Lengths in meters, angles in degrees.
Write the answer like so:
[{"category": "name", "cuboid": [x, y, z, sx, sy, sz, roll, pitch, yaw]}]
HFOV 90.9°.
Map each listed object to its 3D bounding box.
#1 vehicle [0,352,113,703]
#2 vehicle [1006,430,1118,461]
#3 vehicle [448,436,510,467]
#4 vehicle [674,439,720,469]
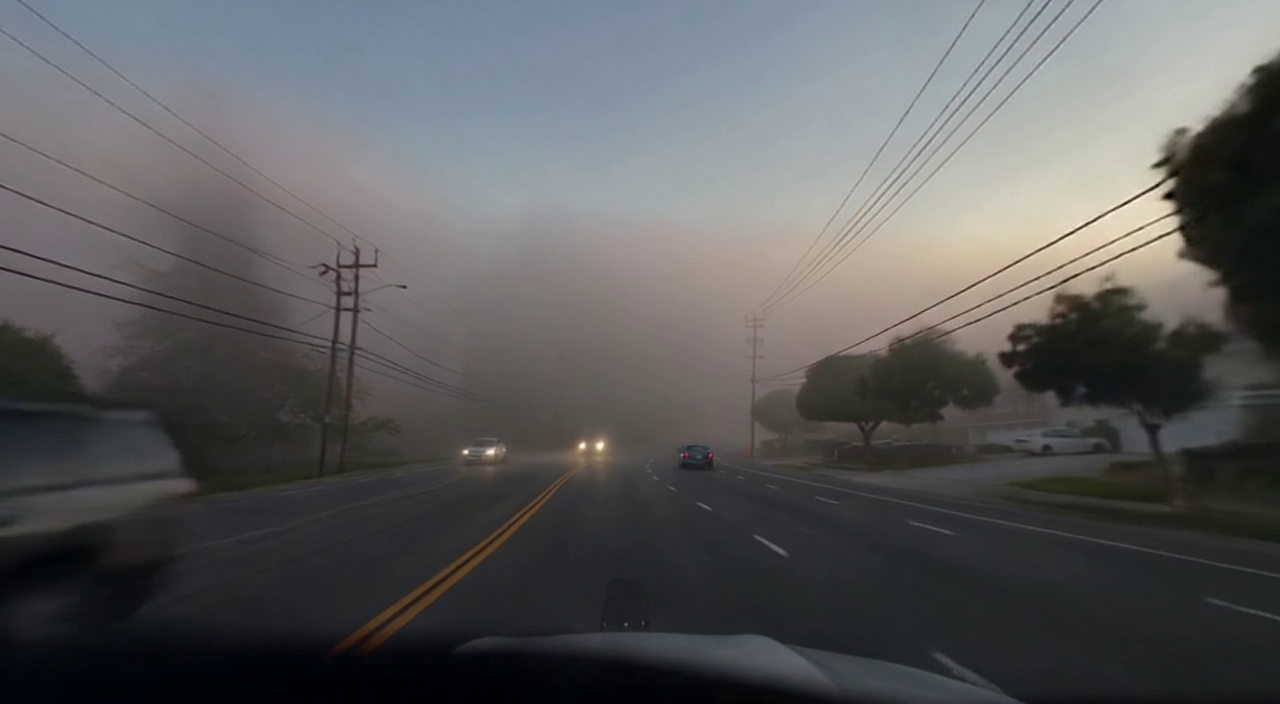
[{"category": "vehicle", "cuboid": [-4.140, 0.637, 1.187, 2.205, 1.769, 4.589, -1, -9, 2]}, {"category": "vehicle", "cuboid": [21.733, 4.823, 32.537, 4.444, 1.479, 1.913, 0, -8, -3]}, {"category": "vehicle", "cuboid": [-8.501, 5.316, 33.777, 2.019, 1.476, 4.786, 0, -9, 0]}, {"category": "vehicle", "cuboid": [2.928, 5.336, 33.103, 1.982, 1.451, 4.152, 0, -9, -1]}]
